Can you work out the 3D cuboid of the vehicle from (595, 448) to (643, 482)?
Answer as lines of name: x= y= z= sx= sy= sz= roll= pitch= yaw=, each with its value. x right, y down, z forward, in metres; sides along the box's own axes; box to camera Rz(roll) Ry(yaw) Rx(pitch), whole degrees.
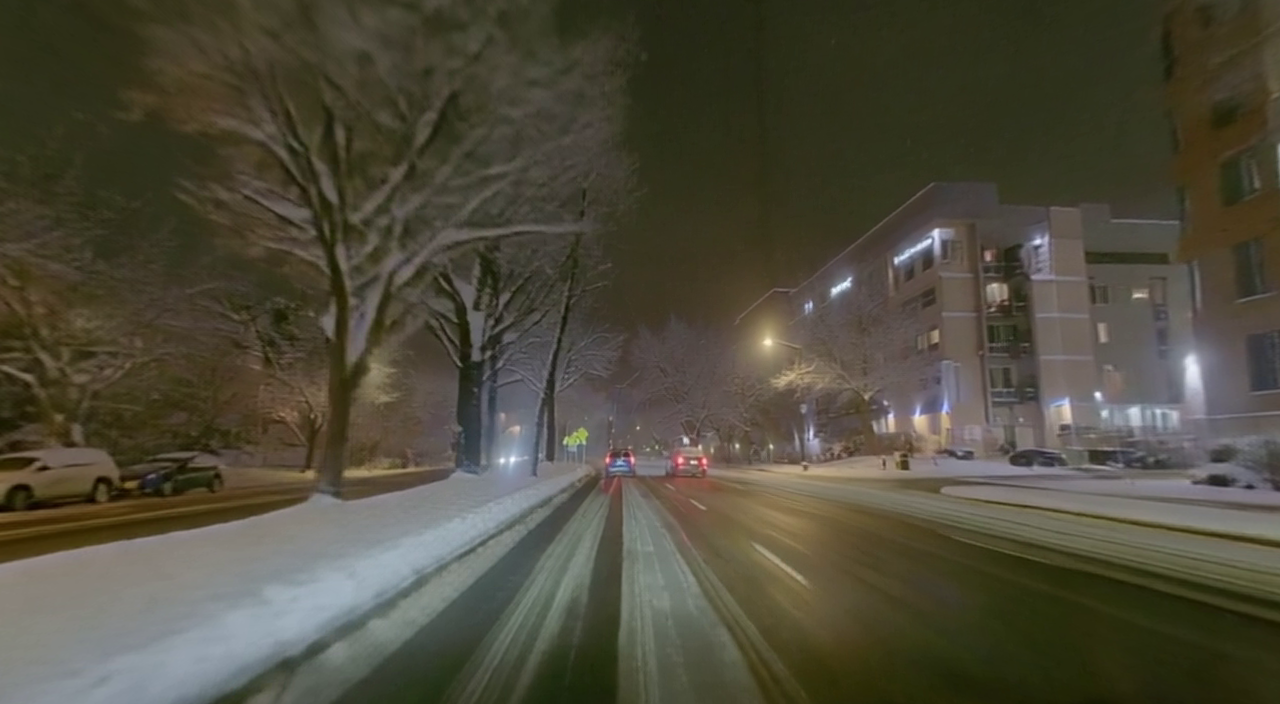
vehicle: x=-1.024 y=5.299 z=29.898 sx=2.101 sy=1.444 sz=4.248 roll=0 pitch=-9 yaw=-2

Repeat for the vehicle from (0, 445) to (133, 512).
vehicle: x=-19.482 y=3.933 z=19.972 sx=2.241 sy=1.891 sz=5.637 roll=0 pitch=-9 yaw=-1

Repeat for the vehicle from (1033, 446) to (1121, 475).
vehicle: x=31.845 y=7.927 z=46.230 sx=1.956 sy=1.955 sz=4.773 roll=4 pitch=-10 yaw=-27

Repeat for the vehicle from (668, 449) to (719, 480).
vehicle: x=2.697 y=5.826 z=32.944 sx=1.993 sy=1.477 sz=4.240 roll=0 pitch=-9 yaw=-4

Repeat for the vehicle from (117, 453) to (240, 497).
vehicle: x=-19.743 y=5.262 z=27.354 sx=2.019 sy=1.687 sz=4.484 roll=0 pitch=-9 yaw=-2

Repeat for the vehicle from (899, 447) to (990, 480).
vehicle: x=19.846 y=7.279 z=41.461 sx=2.150 sy=1.966 sz=5.027 roll=4 pitch=-10 yaw=-23

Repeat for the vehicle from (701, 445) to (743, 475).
vehicle: x=5.698 y=7.598 z=44.559 sx=2.052 sy=1.990 sz=4.736 roll=0 pitch=-9 yaw=-3
